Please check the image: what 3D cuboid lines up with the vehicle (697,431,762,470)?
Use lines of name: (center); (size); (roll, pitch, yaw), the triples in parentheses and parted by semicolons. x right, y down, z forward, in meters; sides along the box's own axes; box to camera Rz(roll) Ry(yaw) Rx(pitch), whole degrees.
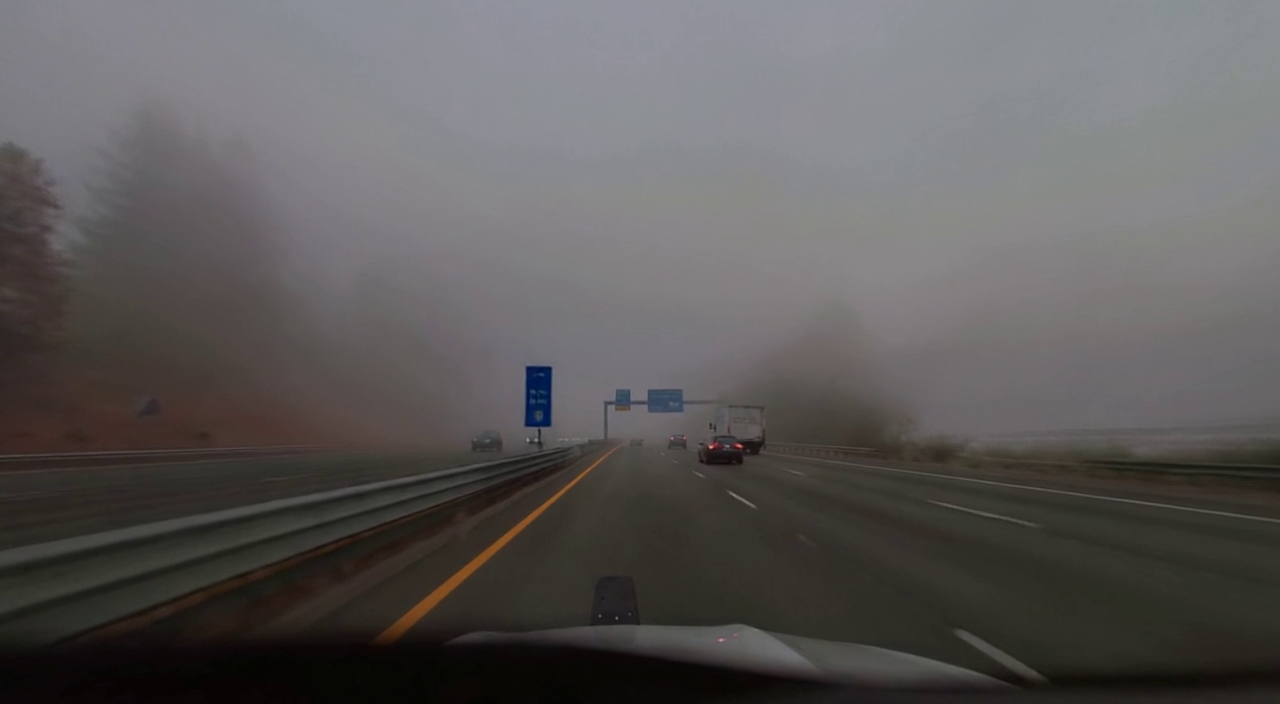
vehicle: (3.768, 4.208, 27.296); (1.986, 1.501, 4.529); (0, -8, -2)
